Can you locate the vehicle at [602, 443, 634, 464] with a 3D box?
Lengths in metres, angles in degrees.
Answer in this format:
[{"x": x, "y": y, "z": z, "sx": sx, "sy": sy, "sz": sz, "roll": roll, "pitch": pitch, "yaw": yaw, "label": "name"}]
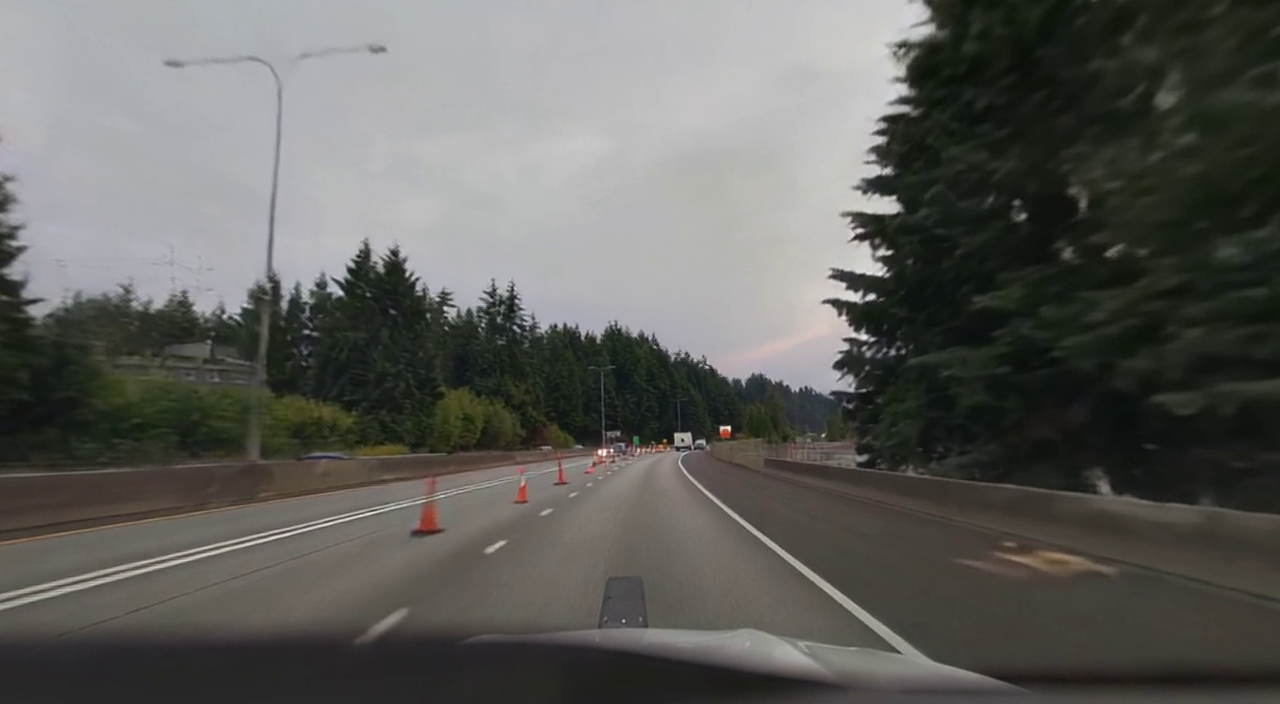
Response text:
[{"x": -1.552, "y": 7.278, "z": 45.390, "sx": 2.118, "sy": 1.475, "sz": 4.263, "roll": 0, "pitch": -8, "yaw": 1, "label": "vehicle"}]
